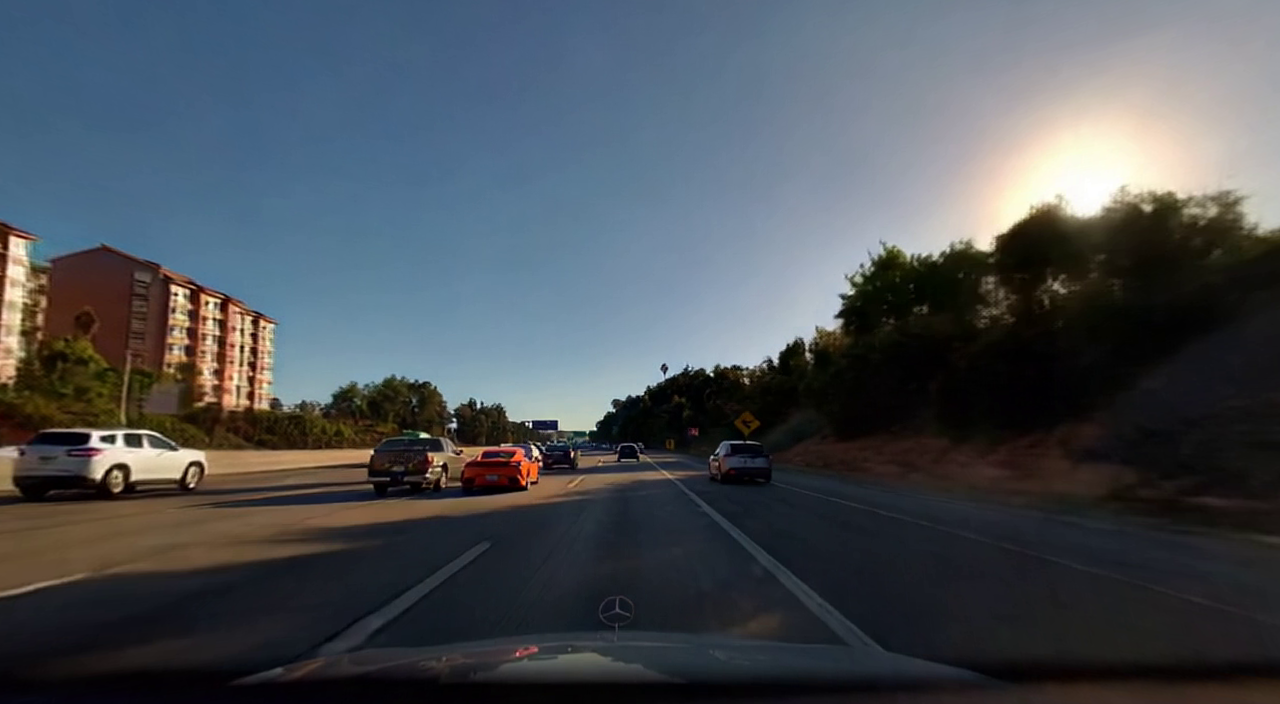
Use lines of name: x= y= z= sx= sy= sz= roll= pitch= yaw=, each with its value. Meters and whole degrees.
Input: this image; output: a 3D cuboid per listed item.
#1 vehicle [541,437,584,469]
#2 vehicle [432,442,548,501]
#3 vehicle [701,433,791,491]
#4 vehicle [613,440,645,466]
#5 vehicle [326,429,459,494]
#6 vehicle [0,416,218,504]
vehicle: x=-4.610 y=6.086 z=38.245 sx=2.044 sy=1.774 sz=4.329 roll=0 pitch=-8 yaw=0
vehicle: x=-3.987 y=3.241 z=17.667 sx=2.124 sy=1.426 sz=4.444 roll=0 pitch=-8 yaw=0
vehicle: x=3.318 y=3.542 z=20.696 sx=2.061 sy=1.658 sz=4.417 roll=0 pitch=-8 yaw=-2
vehicle: x=-0.739 y=6.890 z=43.240 sx=2.053 sy=1.650 sz=3.945 roll=0 pitch=-8 yaw=-1
vehicle: x=-7.525 y=3.381 z=19.893 sx=2.086 sy=1.776 sz=5.080 roll=0 pitch=-8 yaw=0
vehicle: x=-15.256 y=2.963 z=17.788 sx=2.396 sy=1.999 sz=6.333 roll=0 pitch=-8 yaw=0
